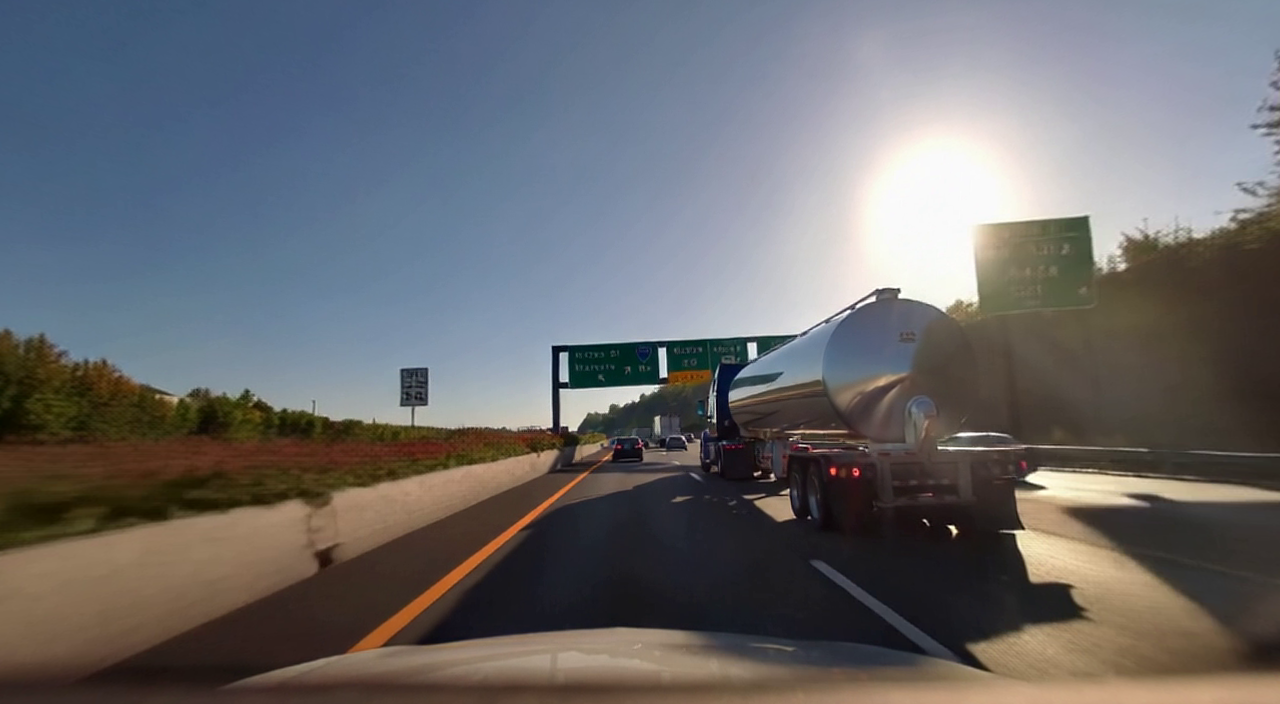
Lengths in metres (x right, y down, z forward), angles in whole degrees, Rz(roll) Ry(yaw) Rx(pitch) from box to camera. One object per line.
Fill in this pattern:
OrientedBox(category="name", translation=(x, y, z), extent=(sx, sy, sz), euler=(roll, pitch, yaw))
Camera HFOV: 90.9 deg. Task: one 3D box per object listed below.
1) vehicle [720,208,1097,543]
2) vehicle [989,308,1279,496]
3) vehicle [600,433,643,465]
OrientedBox(category="vehicle", translation=(3.652, 0.828, 11.954), extent=(2.826, 3.905, 9.262), euler=(0, -8, -1))
OrientedBox(category="vehicle", translation=(15.125, 1.758, 18.778), extent=(2.878, 4.124, 10.050), euler=(1, -8, -5))
OrientedBox(category="vehicle", translation=(-0.880, 4.749, 31.085), extent=(2.000, 1.510, 3.518), euler=(0, -8, -1))
